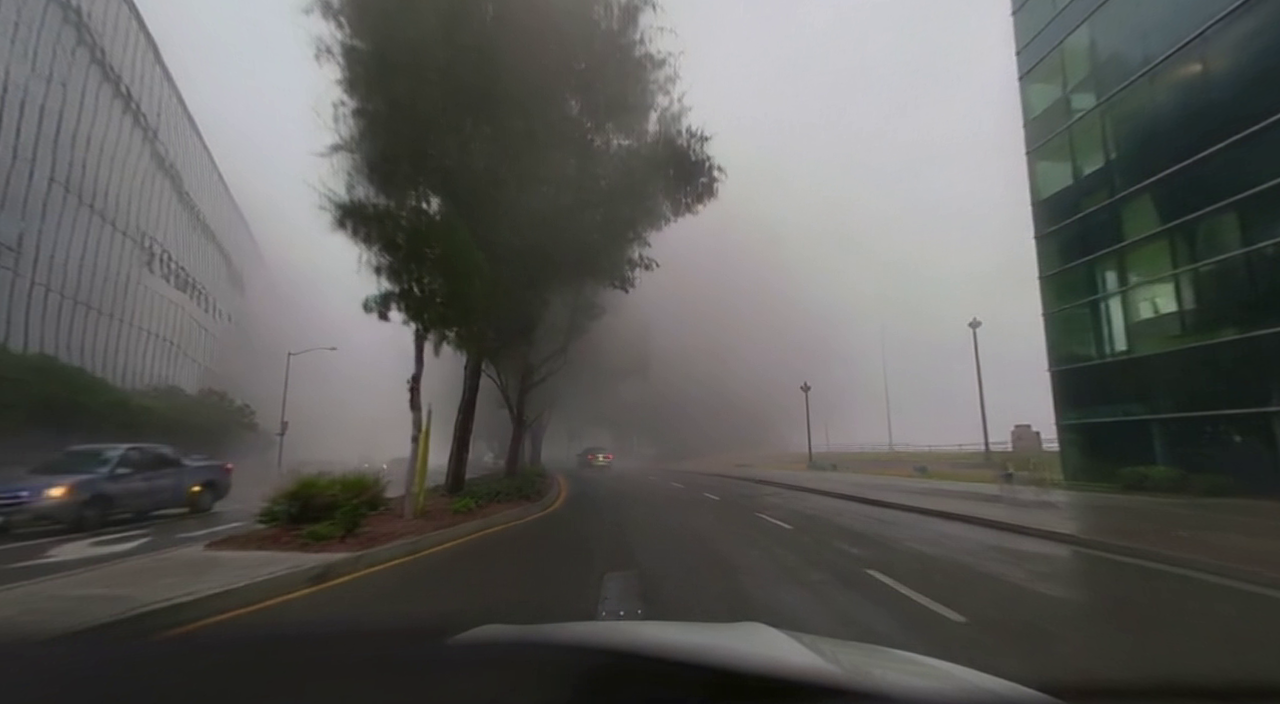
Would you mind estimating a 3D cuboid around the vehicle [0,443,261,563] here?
[{"bbox_3d":[-8.431,2.275,10.294,2.004,1.549,3.947,0,-8,-1],"label":"vehicle"}]

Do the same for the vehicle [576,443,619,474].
[{"bbox_3d":[-2.798,6.772,40.238,2.129,1.816,4.851,2,-9,-11],"label":"vehicle"}]
